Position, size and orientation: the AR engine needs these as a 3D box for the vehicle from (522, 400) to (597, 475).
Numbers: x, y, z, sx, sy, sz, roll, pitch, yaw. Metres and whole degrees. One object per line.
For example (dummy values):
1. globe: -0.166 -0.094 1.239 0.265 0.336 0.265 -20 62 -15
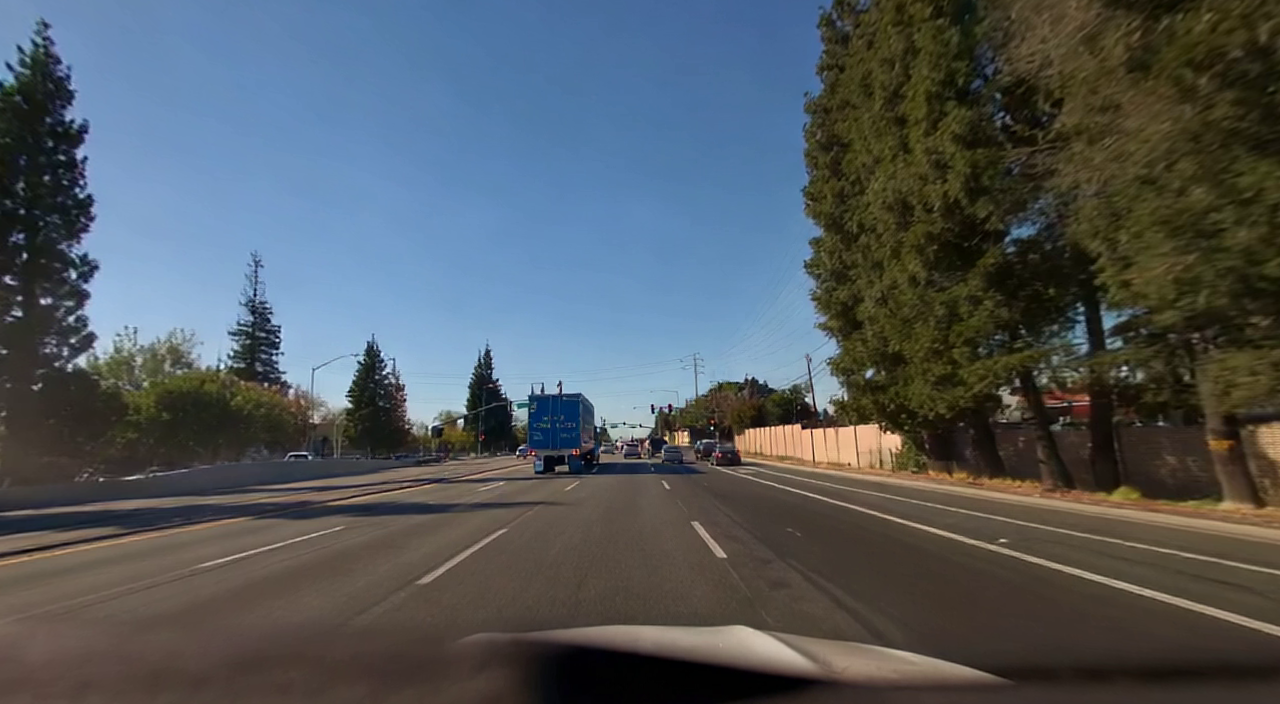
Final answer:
1. vehicle: -3.898 4.442 32.670 2.889 3.347 8.285 0 -8 -1

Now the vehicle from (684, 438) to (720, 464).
1. vehicle: 4.148 6.704 42.972 2.102 1.662 4.533 0 -8 1

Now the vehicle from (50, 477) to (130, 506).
1. vehicle: -33.867 8.560 39.028 1.715 1.452 3.933 1 -8 -7
